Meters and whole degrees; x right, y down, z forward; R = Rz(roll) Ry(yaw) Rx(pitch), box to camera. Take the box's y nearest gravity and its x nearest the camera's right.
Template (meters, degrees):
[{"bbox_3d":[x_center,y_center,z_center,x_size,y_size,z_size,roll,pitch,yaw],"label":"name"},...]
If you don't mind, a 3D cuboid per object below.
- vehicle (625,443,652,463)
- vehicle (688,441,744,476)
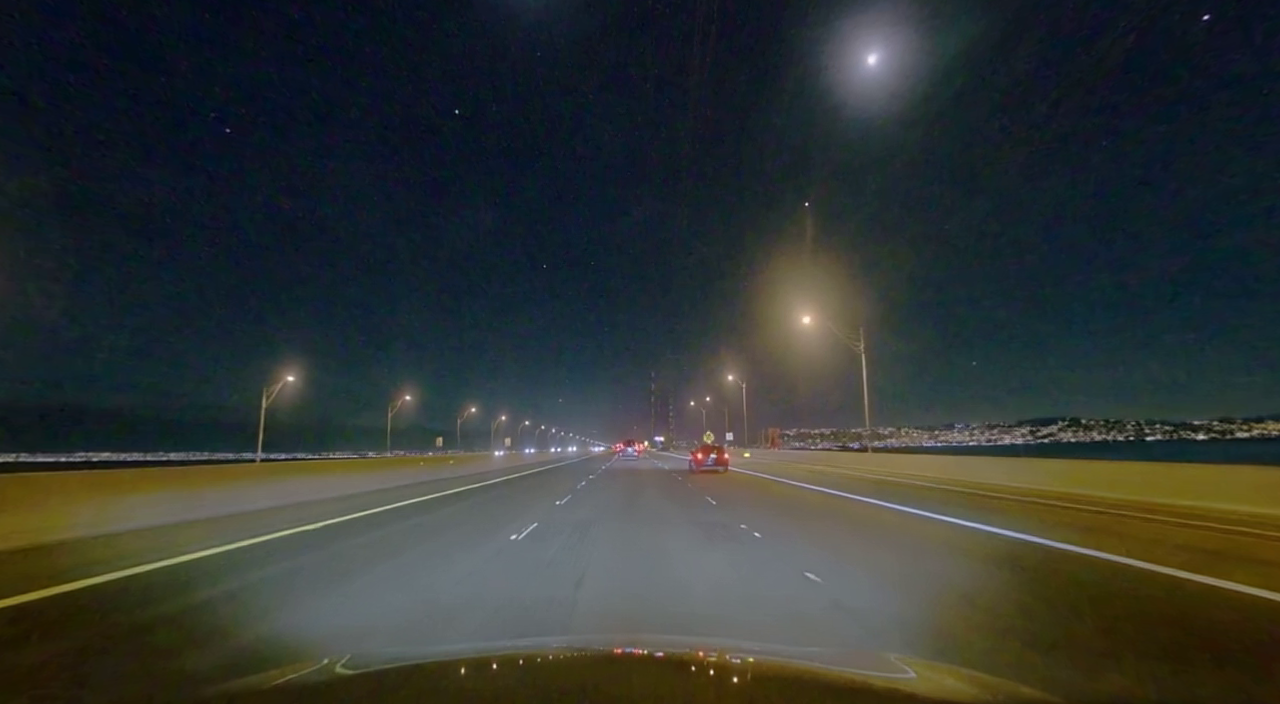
[{"bbox_3d":[-0.162,7.917,49.459,2.067,1.482,3.966,0,-8,-1],"label":"vehicle"},{"bbox_3d":[3.412,4.878,29.208,1.890,1.490,4.373,0,-8,-2],"label":"vehicle"}]
